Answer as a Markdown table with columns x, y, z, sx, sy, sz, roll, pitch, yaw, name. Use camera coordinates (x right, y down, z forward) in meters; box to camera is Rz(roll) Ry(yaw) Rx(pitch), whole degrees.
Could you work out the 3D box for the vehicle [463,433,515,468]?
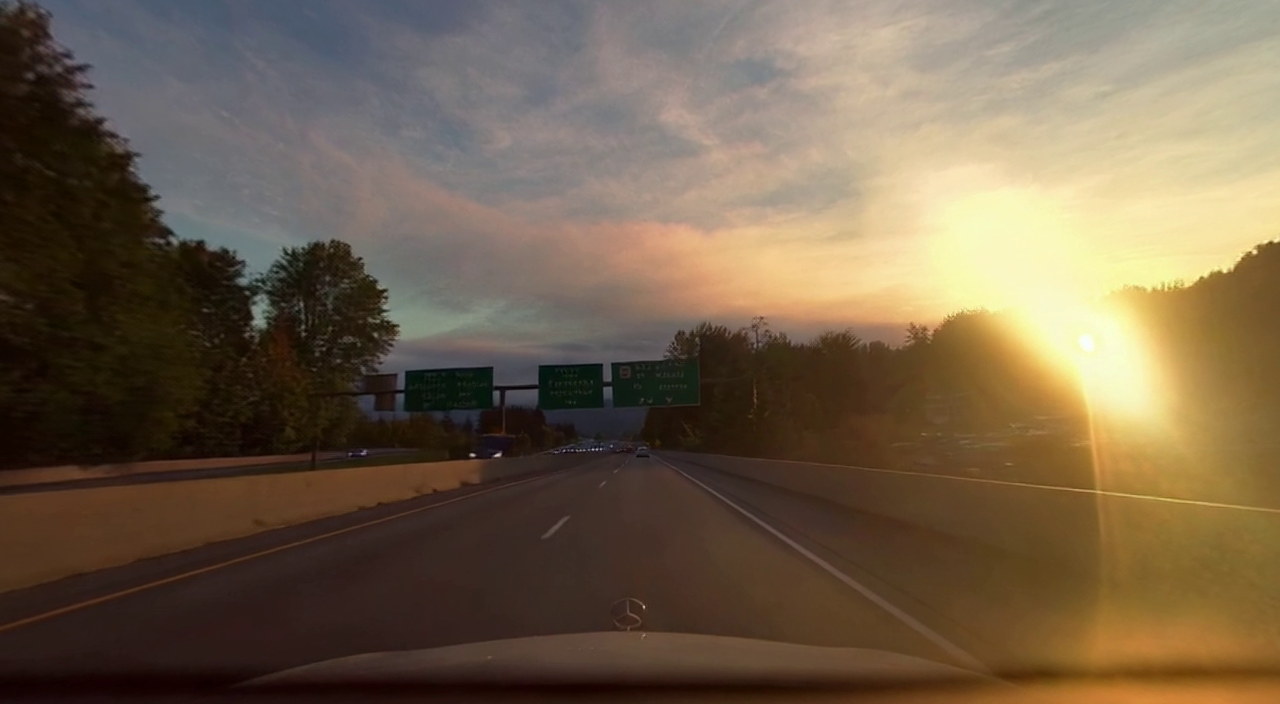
| x | y | z | sx | sy | sz | roll | pitch | yaw | name |
| --- | --- | --- | --- | --- | --- | --- | --- | --- | --- |
| -10.721 | 7.071 | 45.223 | 2.368 | 2.301 | 5.356 | 0 | -9 | 0 | vehicle |
